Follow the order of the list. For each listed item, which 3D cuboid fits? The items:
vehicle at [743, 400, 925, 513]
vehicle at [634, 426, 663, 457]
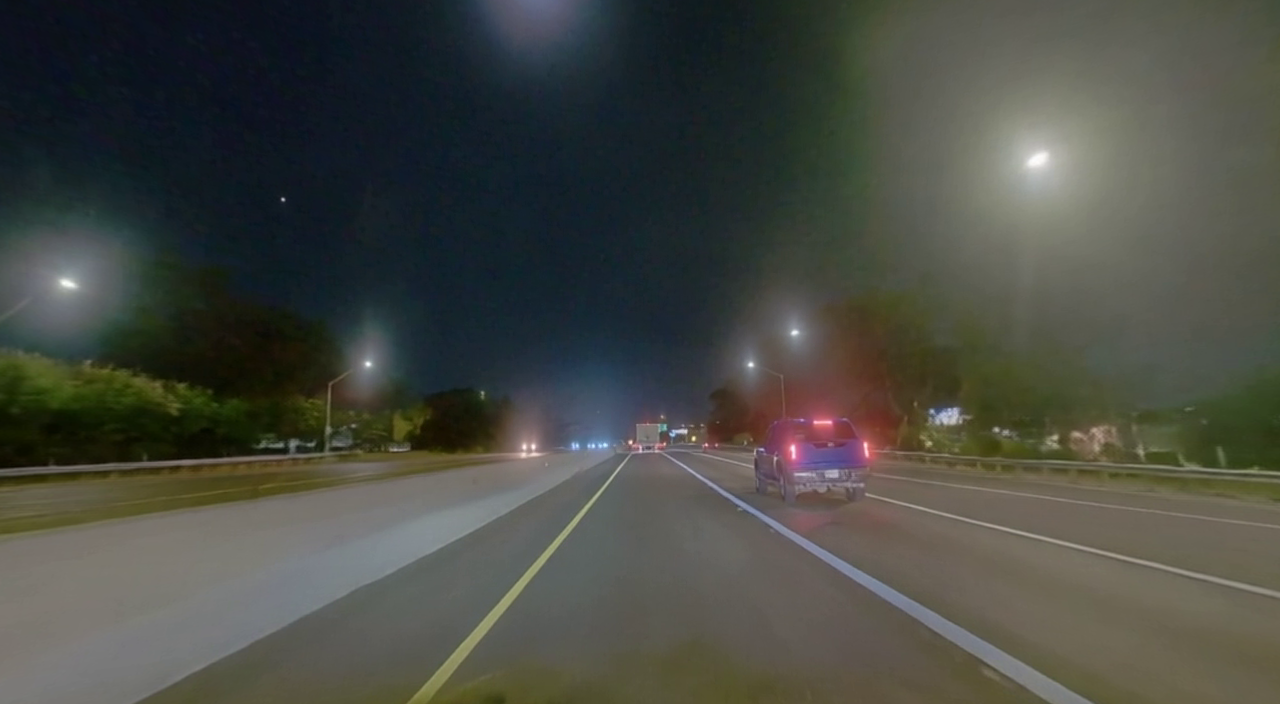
[{"bbox_3d":[4.201,2.425,15.049,2.594,2.155,5.670,0,-8,1],"label":"vehicle"},{"bbox_3d":[0.614,6.848,48.159,2.099,2.260,4.899,0,-8,0],"label":"vehicle"}]
